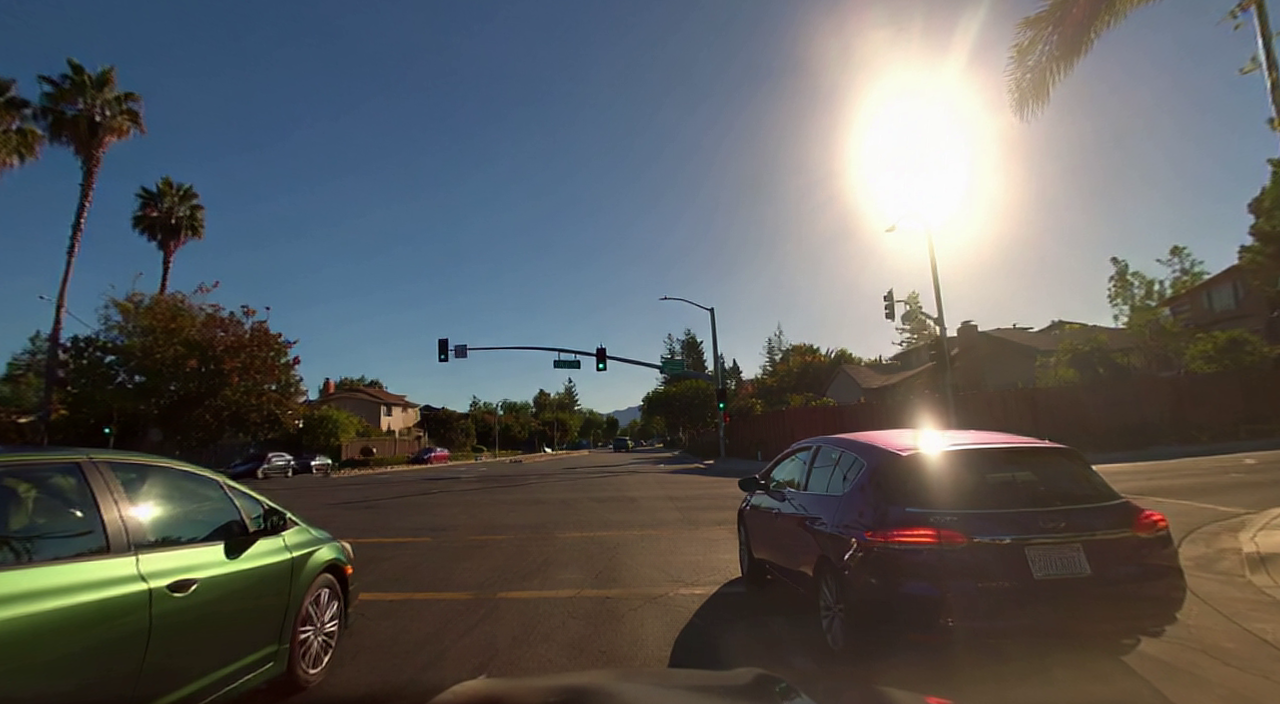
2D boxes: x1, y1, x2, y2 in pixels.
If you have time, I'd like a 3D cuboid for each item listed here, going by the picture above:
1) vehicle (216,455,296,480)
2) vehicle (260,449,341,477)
[{"bbox_3d":[-24.068,7.228,39.828,2.019,1.427,4.630,0,-9,1],"label":"vehicle"},{"bbox_3d":[-20.024,6.523,37.533,2.084,1.528,4.778,-1,-9,2],"label":"vehicle"}]
